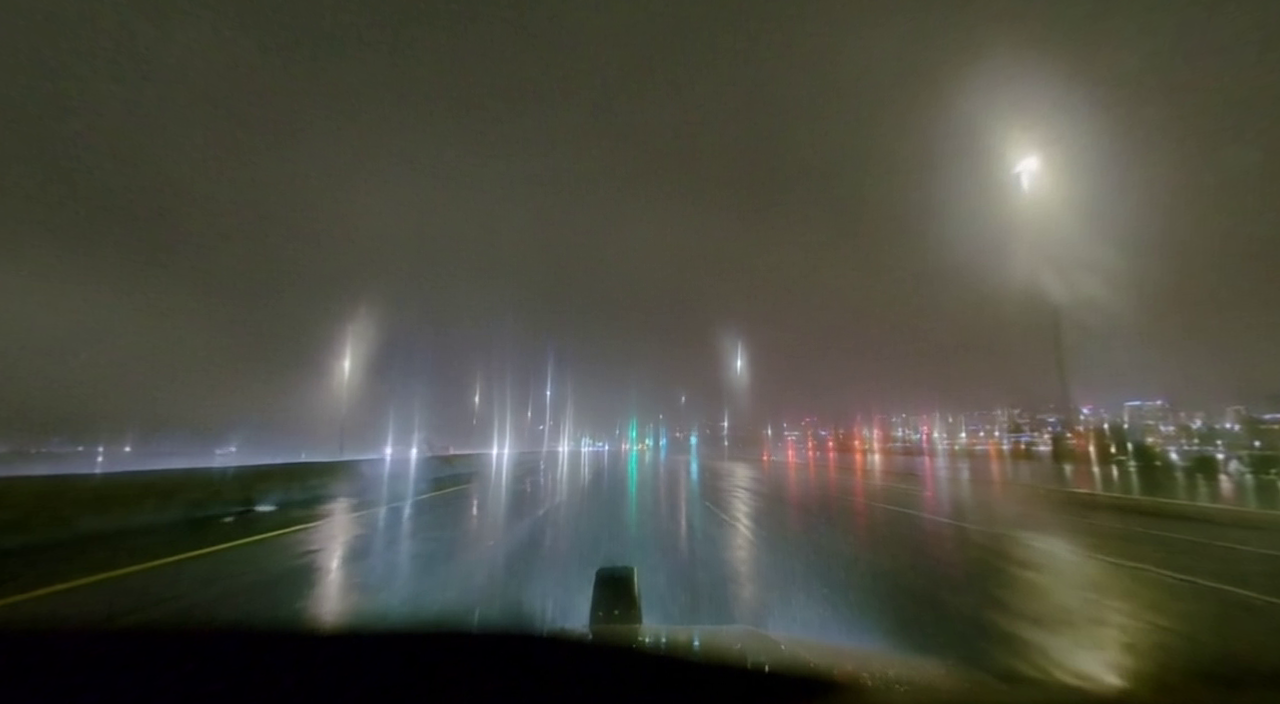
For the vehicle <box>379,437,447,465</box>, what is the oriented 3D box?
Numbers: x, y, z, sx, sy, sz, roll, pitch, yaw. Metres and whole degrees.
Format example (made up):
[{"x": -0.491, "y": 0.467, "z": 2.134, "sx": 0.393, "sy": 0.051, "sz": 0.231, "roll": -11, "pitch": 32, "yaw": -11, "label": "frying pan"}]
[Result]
[{"x": -15.739, "y": 6.903, "z": 44.276, "sx": 2.475, "sy": 1.824, "sz": 6.214, "roll": 0, "pitch": -9, "yaw": 0, "label": "vehicle"}]
